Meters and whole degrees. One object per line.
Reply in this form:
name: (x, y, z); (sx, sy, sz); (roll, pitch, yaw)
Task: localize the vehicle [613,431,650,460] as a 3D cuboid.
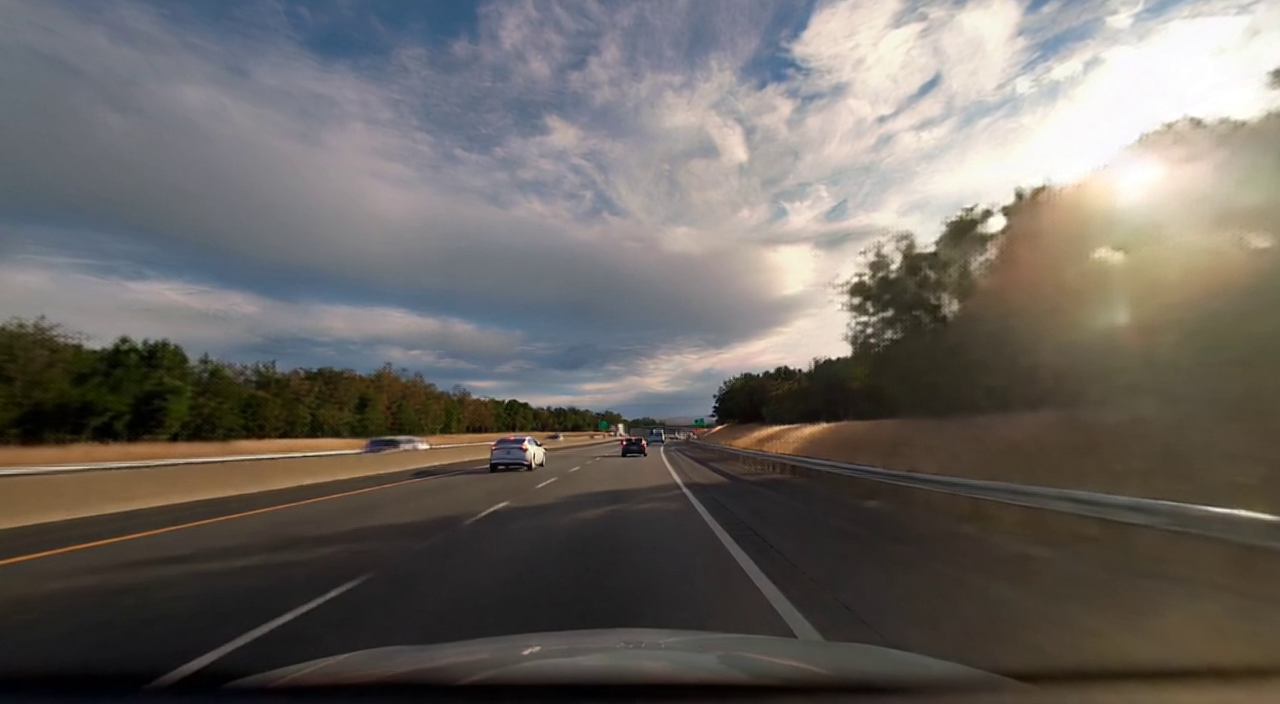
vehicle: (-0.531, 5.706, 38.296); (2.146, 1.636, 4.026); (0, -8, -1)

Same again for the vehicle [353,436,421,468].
vehicle: (-13.425, 5.330, 33.671); (1.953, 1.575, 4.181); (-1, -8, 0)

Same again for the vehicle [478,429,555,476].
vehicle: (-4.760, 3.939, 24.894); (2.075, 1.653, 4.317); (-1, -8, 1)
